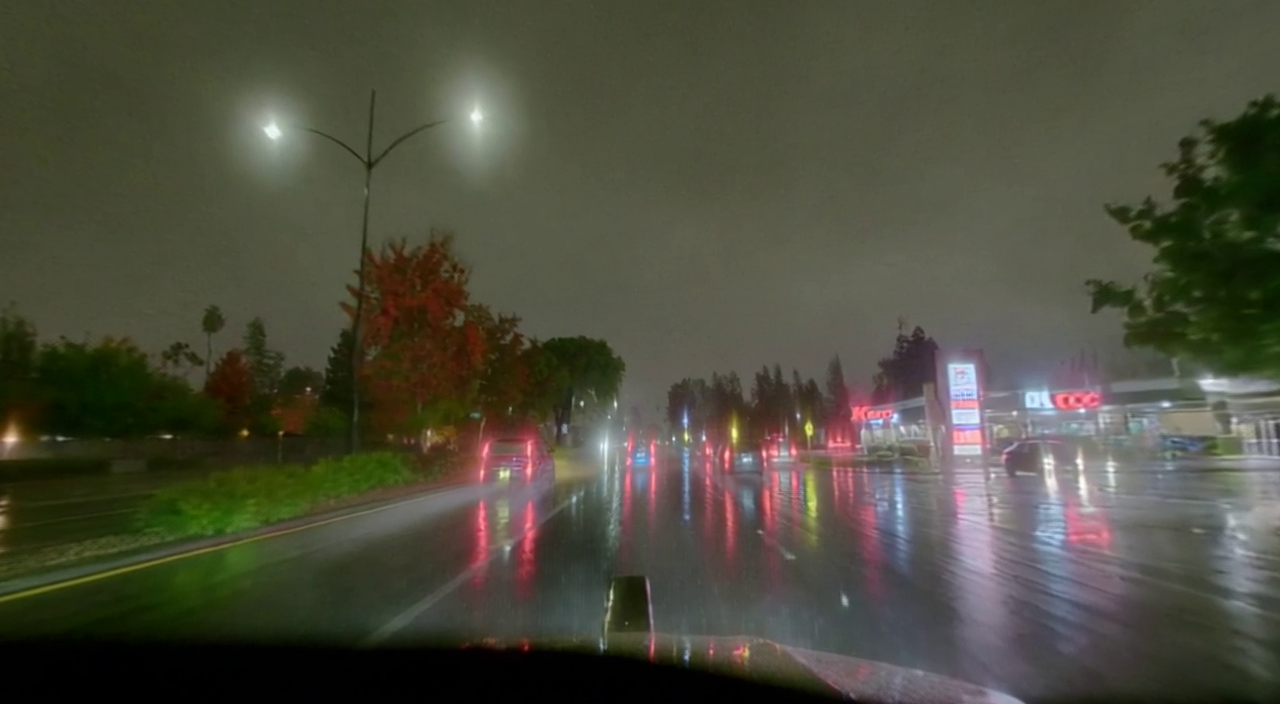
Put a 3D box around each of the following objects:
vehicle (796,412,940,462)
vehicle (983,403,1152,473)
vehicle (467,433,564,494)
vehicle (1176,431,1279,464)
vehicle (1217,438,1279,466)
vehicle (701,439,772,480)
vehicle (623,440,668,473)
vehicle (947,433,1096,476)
[{"bbox_3d":[14.963,5.738,41.997,8.343,3.028,3.002,-2,-10,3],"label":"vehicle"},{"bbox_3d":[21.859,4.526,33.030,2.928,3.123,8.236,-1,-8,-1],"label":"vehicle"},{"bbox_3d":[-3.566,3.274,18.878,1.995,1.607,4.086,0,-8,1],"label":"vehicle"},{"bbox_3d":[34.366,5.583,36.769,4.398,1.669,1.981,-2,-8,-4],"label":"vehicle"},{"bbox_3d":[34.380,5.423,34.236,4.212,1.423,1.764,-1,-8,3],"label":"vehicle"},{"bbox_3d":[3.691,4.178,24.839,2.012,1.462,4.400,0,-8,-1],"label":"vehicle"},{"bbox_3d":[0.276,5.194,31.526,2.059,1.477,4.216,0,-8,1],"label":"vehicle"},{"bbox_3d":[15.115,4.095,25.258,4.578,1.620,2.047,-2,-9,11],"label":"vehicle"}]
